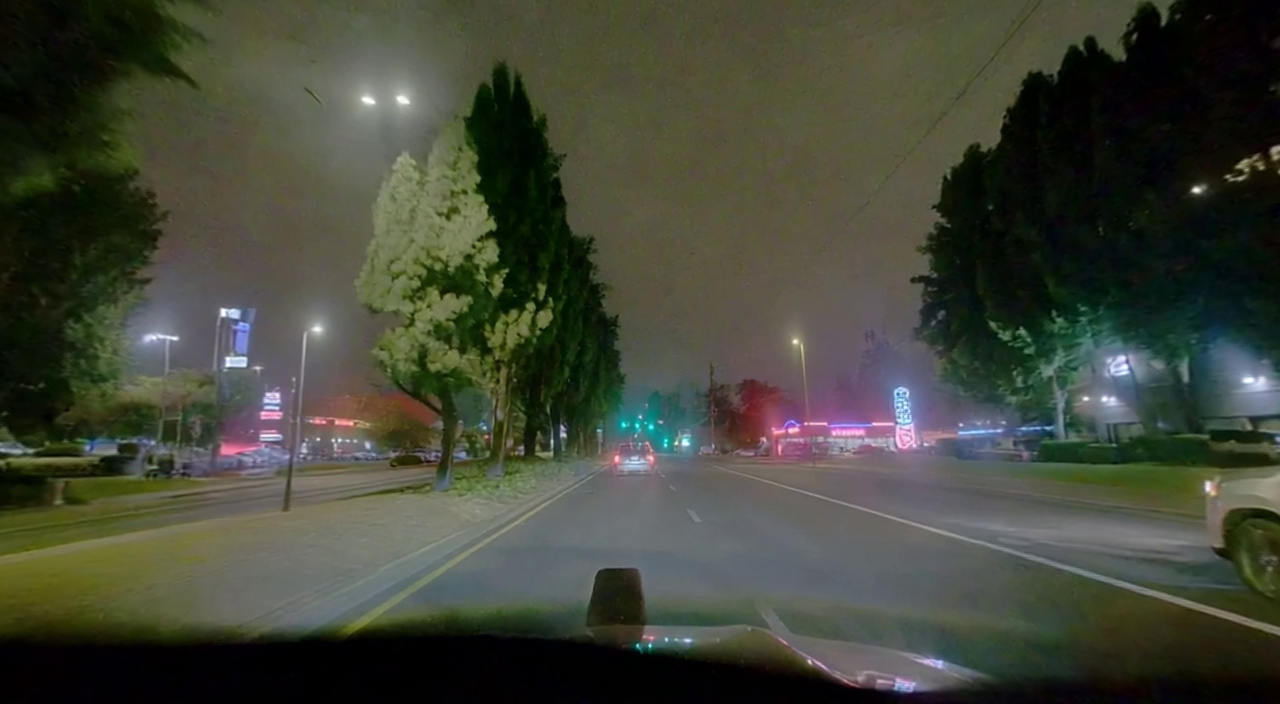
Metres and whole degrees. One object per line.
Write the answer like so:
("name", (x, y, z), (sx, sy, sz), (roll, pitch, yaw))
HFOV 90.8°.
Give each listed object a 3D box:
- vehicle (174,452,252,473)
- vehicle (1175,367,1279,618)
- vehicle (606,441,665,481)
("vehicle", (-33.072, 8.544, 48.965), (4.686, 1.478, 1.801), (7, -11, -41))
("vehicle", (5.874, 0.759, 2.767), (2.066, 1.865, 5.636), (0, -8, -1))
("vehicle", (-0.204, 4.350, 25.531), (2.185, 1.473, 3.925), (0, -8, -1))
